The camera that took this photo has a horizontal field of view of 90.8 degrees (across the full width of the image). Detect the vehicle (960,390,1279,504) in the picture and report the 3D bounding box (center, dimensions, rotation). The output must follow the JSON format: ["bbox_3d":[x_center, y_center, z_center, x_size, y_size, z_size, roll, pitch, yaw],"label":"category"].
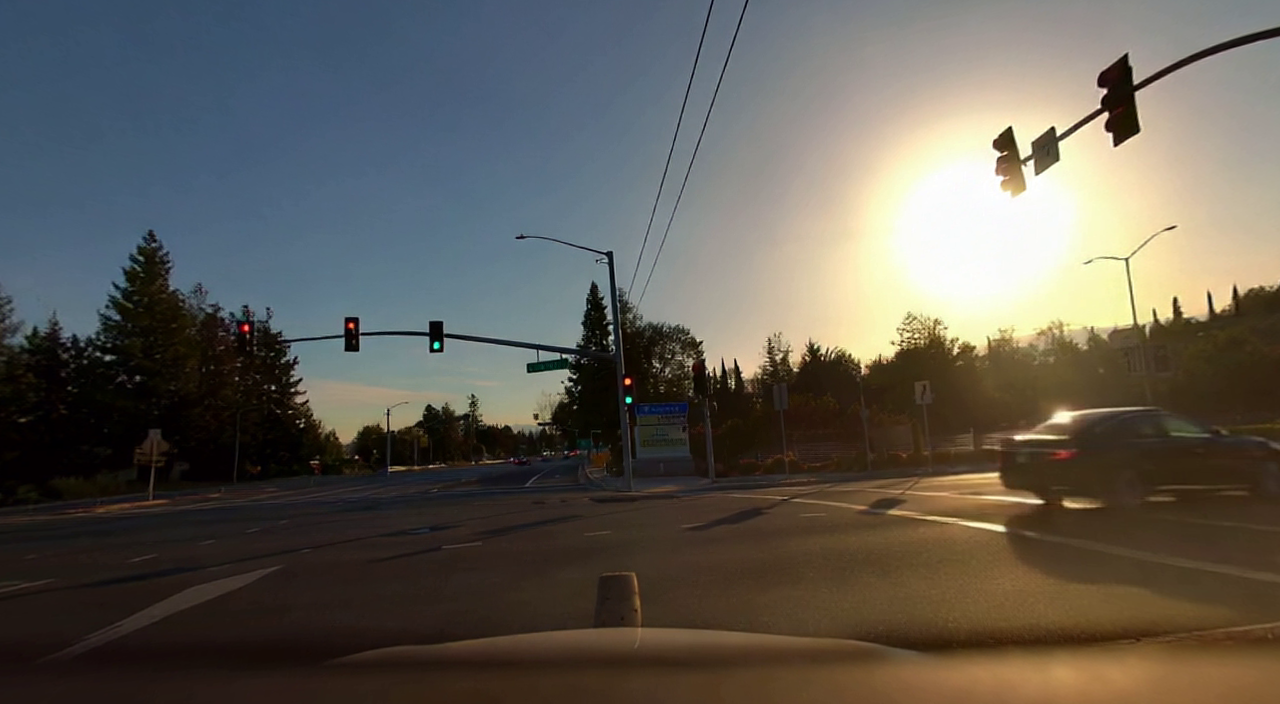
[{"bbox_3d":[8.829,1.714,11.514,4.881,1.807,2.135,1,-9,-8],"label":"vehicle"}]
